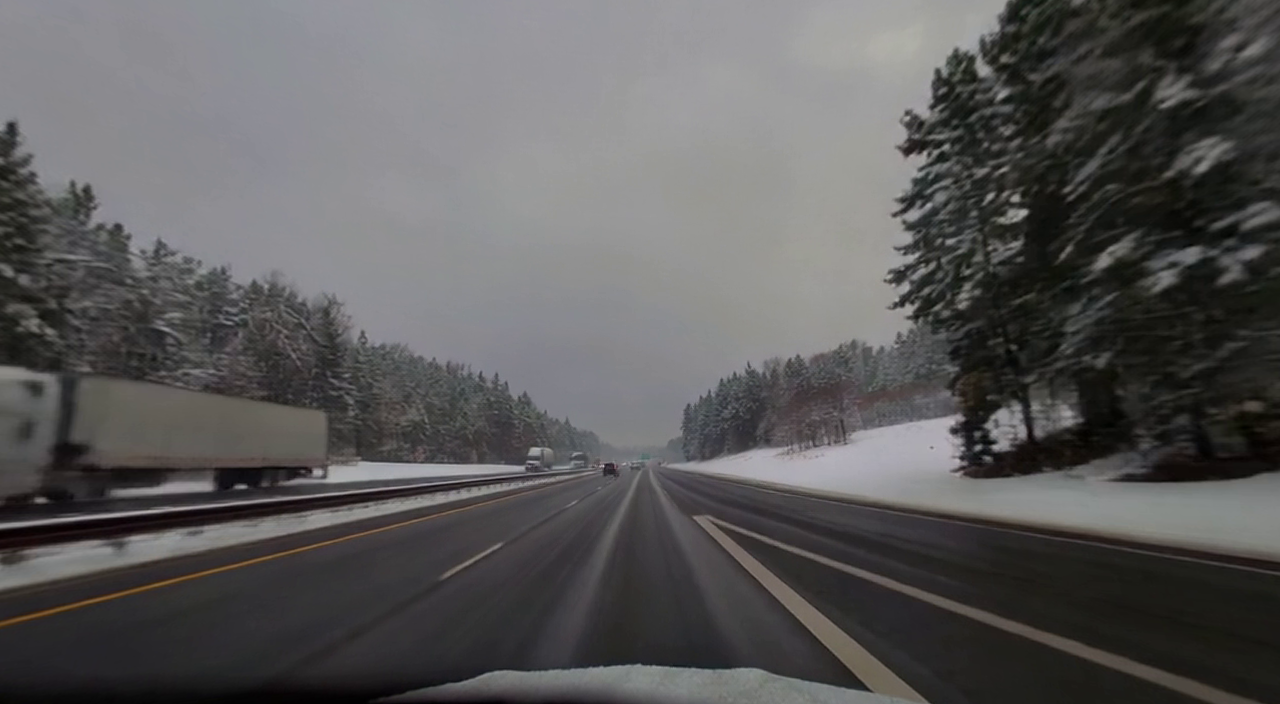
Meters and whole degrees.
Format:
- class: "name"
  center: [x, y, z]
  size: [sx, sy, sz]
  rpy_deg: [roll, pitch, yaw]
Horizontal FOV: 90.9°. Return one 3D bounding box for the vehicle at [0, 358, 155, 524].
- class: "vehicle"
  center: [-17.270, 2.468, 17.139]
  size: [3.002, 4.023, 5.968]
  rpy_deg: [0, -10, 0]
